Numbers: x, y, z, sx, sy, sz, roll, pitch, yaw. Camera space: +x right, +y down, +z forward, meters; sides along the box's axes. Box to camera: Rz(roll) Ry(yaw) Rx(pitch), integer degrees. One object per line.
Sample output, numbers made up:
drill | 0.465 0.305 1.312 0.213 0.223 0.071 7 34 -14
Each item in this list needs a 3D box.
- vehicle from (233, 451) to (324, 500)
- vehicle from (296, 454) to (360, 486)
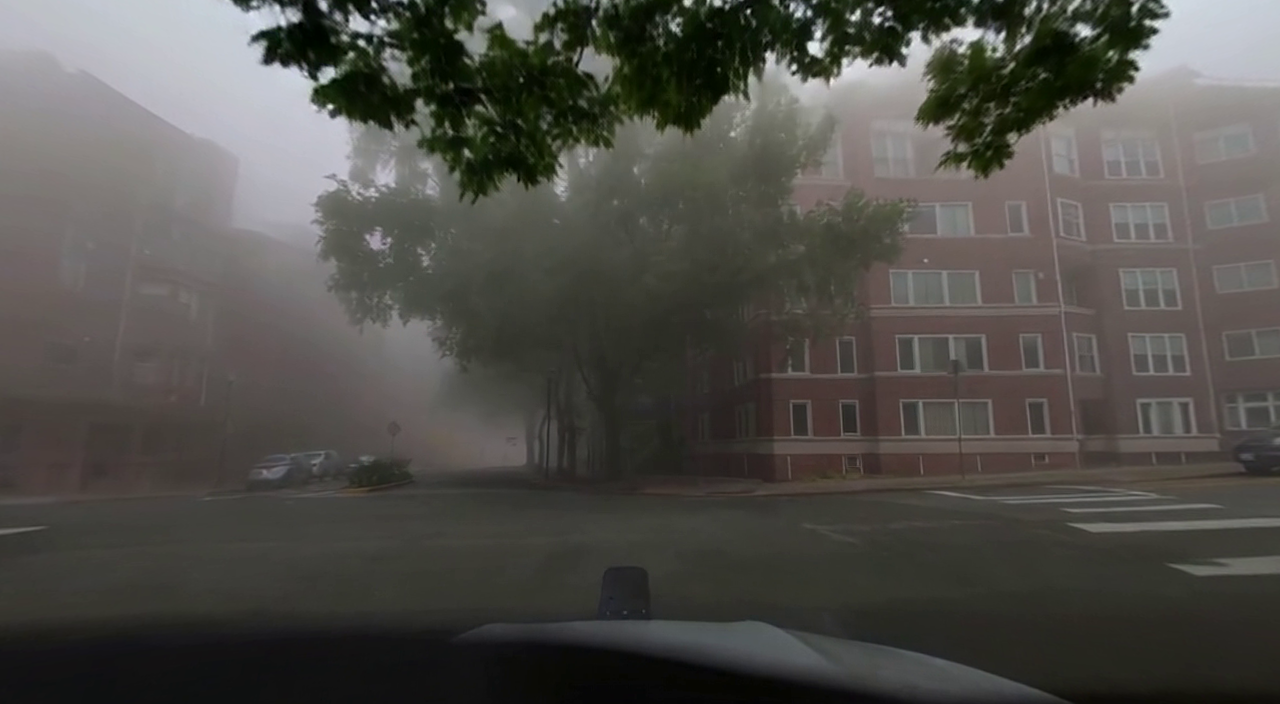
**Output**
vehicle | -13.208 4.475 23.330 2.027 1.475 4.522 0 -8 -18
vehicle | -15.850 5.982 32.247 1.941 1.442 4.384 2 -9 -14
